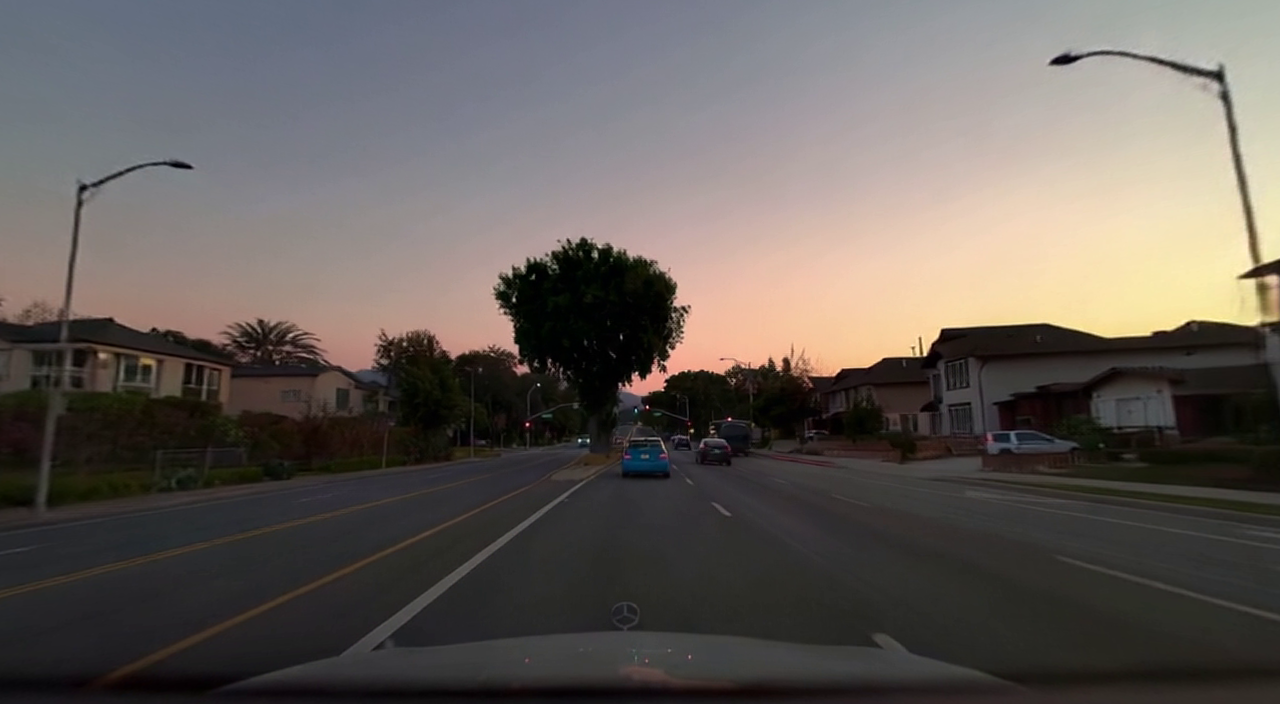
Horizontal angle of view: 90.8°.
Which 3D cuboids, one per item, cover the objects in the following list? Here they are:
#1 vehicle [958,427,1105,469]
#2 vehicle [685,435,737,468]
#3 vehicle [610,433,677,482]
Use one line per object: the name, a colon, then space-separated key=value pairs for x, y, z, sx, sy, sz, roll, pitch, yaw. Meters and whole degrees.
vehicle: x=15.213 y=3.744 z=24.705 sx=4.456 sy=1.520 sz=1.911 roll=0 pitch=-9 yaw=-2
vehicle: x=3.547 y=5.115 z=32.565 sx=2.161 sy=1.519 sz=4.568 roll=0 pitch=-9 yaw=0
vehicle: x=0.087 y=3.601 z=21.693 sx=2.093 sy=1.497 sz=4.010 roll=0 pitch=-9 yaw=-1
